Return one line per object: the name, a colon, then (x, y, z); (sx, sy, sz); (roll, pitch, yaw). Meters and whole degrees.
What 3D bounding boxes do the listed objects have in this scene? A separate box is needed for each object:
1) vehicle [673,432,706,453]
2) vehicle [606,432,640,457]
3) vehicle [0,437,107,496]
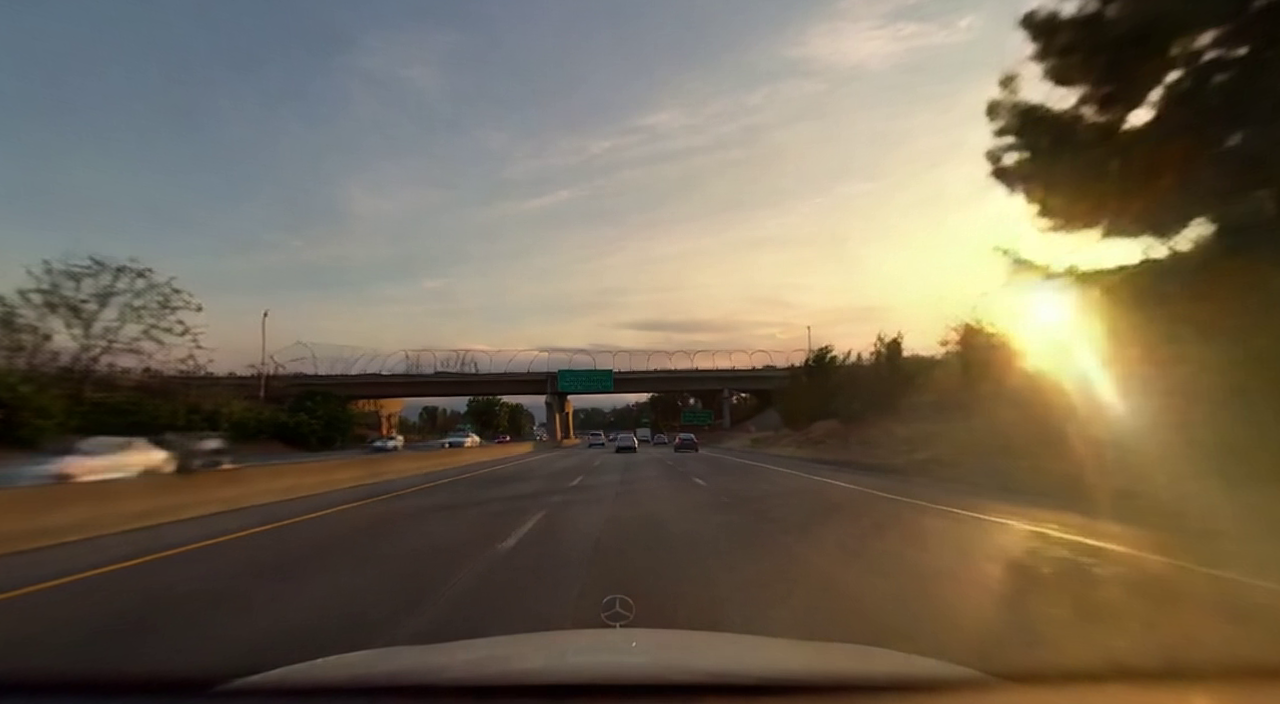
vehicle: (3.729, 6.883, 48.027); (2.056, 1.508, 4.093); (0, -8, -2)
vehicle: (-1.036, 5.609, 38.481); (1.987, 1.440, 3.565); (0, -8, -1)
vehicle: (-17.095, 3.037, 16.914); (1.824, 1.467, 4.383); (0, -8, -2)
